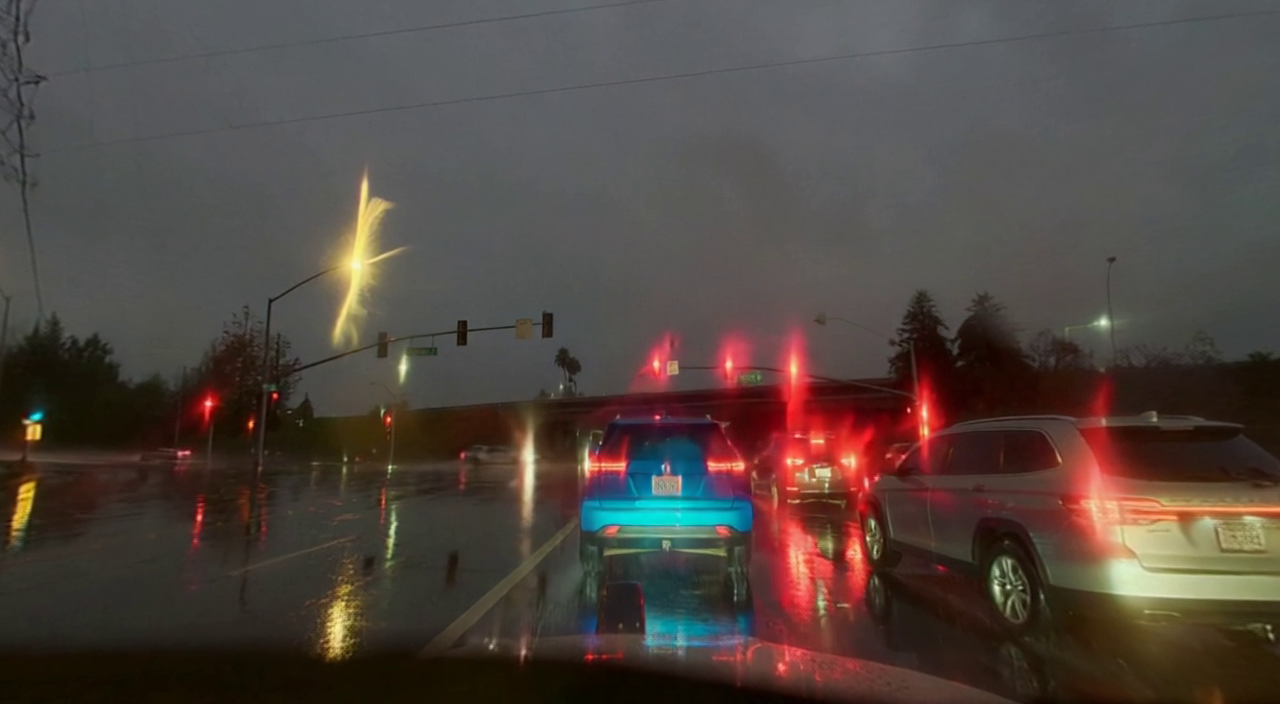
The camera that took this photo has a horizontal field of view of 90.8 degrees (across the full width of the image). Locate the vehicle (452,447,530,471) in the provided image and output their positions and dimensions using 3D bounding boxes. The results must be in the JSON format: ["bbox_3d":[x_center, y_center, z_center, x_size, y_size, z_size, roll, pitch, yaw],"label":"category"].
[{"bbox_3d":[-9.287,6.691,39.659,4.411,1.466,1.998,0,-8,-2],"label":"vehicle"}]

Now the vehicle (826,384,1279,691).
[{"bbox_3d":[3.401,1.338,5.786,1.990,1.649,4.625,0,-8,0],"label":"vehicle"}]

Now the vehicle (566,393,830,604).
[{"bbox_3d":[0.440,1.562,7.618,2.240,1.778,4.335,0,-8,-2],"label":"vehicle"}]
